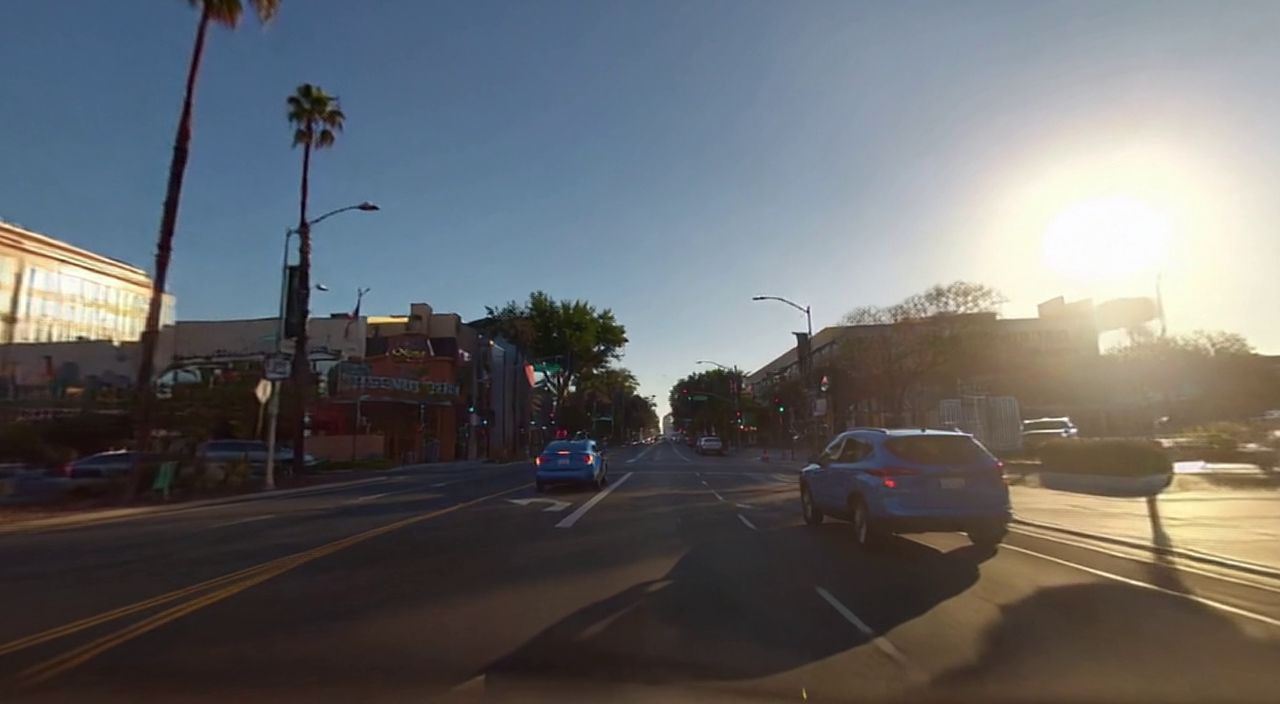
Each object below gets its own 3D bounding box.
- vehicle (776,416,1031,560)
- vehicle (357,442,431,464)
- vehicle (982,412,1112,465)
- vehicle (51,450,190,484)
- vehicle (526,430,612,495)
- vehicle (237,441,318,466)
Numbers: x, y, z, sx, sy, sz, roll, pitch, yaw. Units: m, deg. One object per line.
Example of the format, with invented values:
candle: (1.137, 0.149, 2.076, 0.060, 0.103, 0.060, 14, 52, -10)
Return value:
vehicle: (3.555, 1.914, 9.617, 1.983, 1.654, 4.354, 0, -8, 0)
vehicle: (-18.645, 7.662, 48.050, 4.834, 1.589, 1.907, 0, -8, -5)
vehicle: (17.065, 3.611, 26.391, 5.652, 1.992, 2.202, 5, -10, -32)
vehicle: (-24.765, 5.466, 30.362, 1.800, 1.462, 4.752, -4, -9, 21)
vehicle: (-1.940, 3.210, 18.703, 2.063, 1.664, 4.471, 0, -8, -1)
vehicle: (-26.835, 7.547, 46.943, 4.683, 1.748, 2.076, 0, -8, -2)
